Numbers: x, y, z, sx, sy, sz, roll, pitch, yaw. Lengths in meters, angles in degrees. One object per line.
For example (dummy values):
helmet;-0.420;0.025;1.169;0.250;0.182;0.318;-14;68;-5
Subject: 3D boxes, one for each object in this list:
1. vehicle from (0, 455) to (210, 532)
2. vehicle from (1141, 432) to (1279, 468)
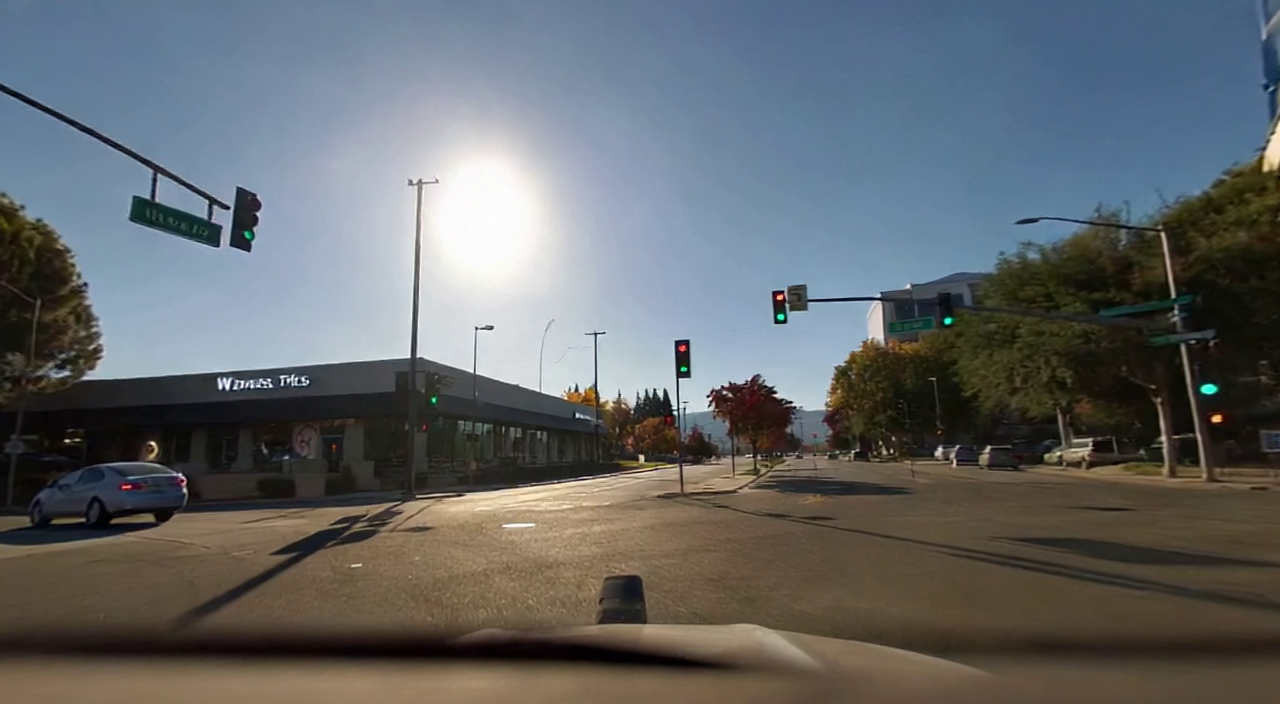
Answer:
vehicle;-13.475;3.436;15.856;4.312;1.642;2.197;-3;-9;20
vehicle;28.763;4.934;31.927;4.908;1.713;1.903;-2;-9;13
